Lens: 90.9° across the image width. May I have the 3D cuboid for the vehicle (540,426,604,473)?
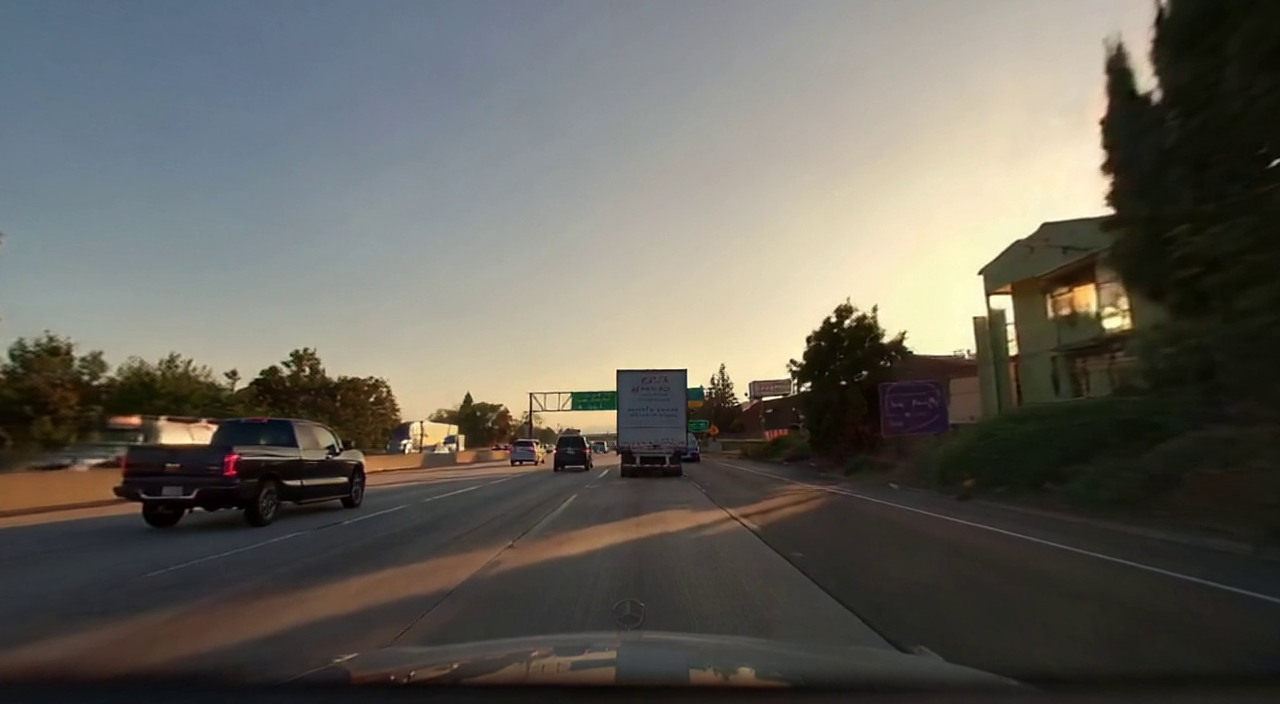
[{"bbox_3d":[-3.204,4.828,31.226,2.379,2.075,6.169,0,-9,1],"label":"vehicle"}]

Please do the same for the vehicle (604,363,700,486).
[{"bbox_3d":[0.337,2.970,24.494,2.941,3.794,9.851,0,-9,0],"label":"vehicle"}]

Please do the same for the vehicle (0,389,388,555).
[{"bbox_3d":[-6.748,1.892,10.615,2.479,1.978,5.952,0,-9,1],"label":"vehicle"}]
